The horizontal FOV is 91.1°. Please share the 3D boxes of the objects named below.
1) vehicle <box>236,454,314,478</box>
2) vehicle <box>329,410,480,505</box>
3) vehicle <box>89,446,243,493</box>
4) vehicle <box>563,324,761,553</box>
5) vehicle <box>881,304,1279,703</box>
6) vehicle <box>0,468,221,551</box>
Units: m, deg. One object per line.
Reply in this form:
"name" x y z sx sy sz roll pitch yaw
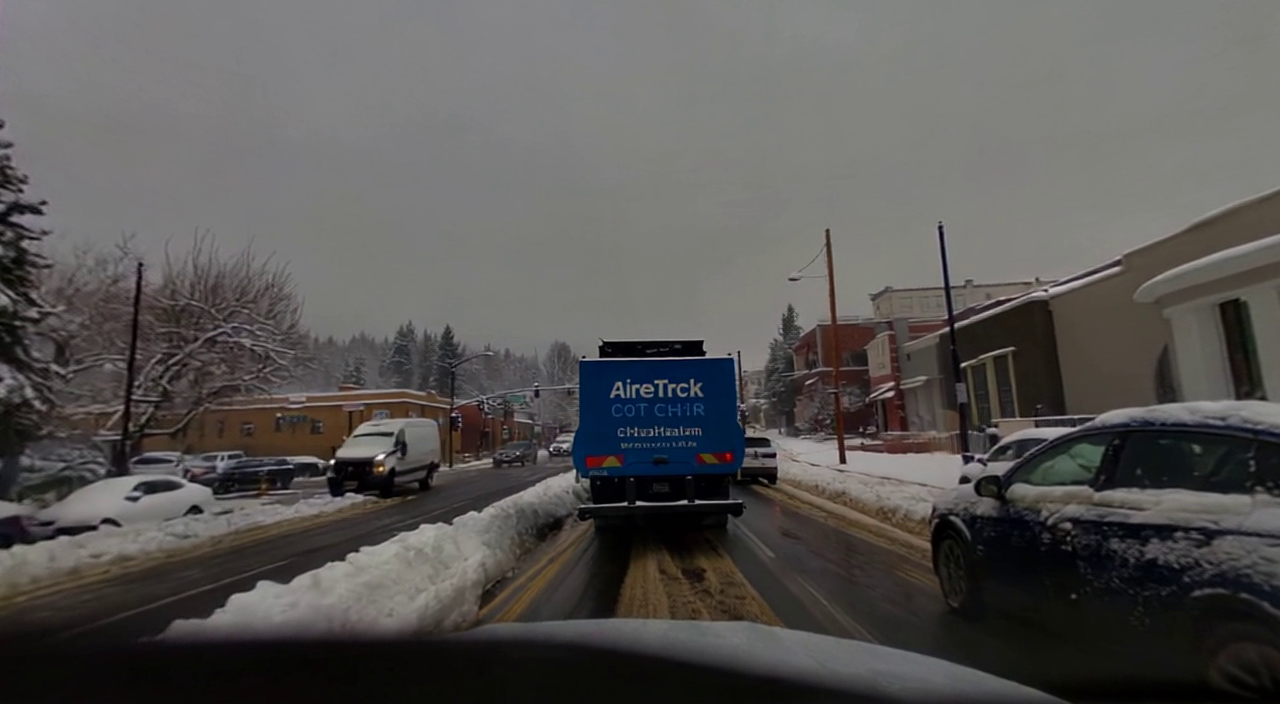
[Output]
"vehicle" -27.713 8.634 47.739 4.670 1.719 1.931 0 -9 2
"vehicle" -9.081 4.203 25.549 2.883 3.199 7.964 0 -9 1
"vehicle" -21.987 5.436 29.255 5.475 2.011 2.269 -1 -8 6
"vehicle" 0.175 1.536 11.199 2.517 2.926 6.177 0 -9 -2
"vehicle" 3.351 0.943 3.655 2.104 1.786 4.498 0 -9 1
"vehicle" -13.430 3.961 16.366 1.943 1.682 4.365 0 -9 0
